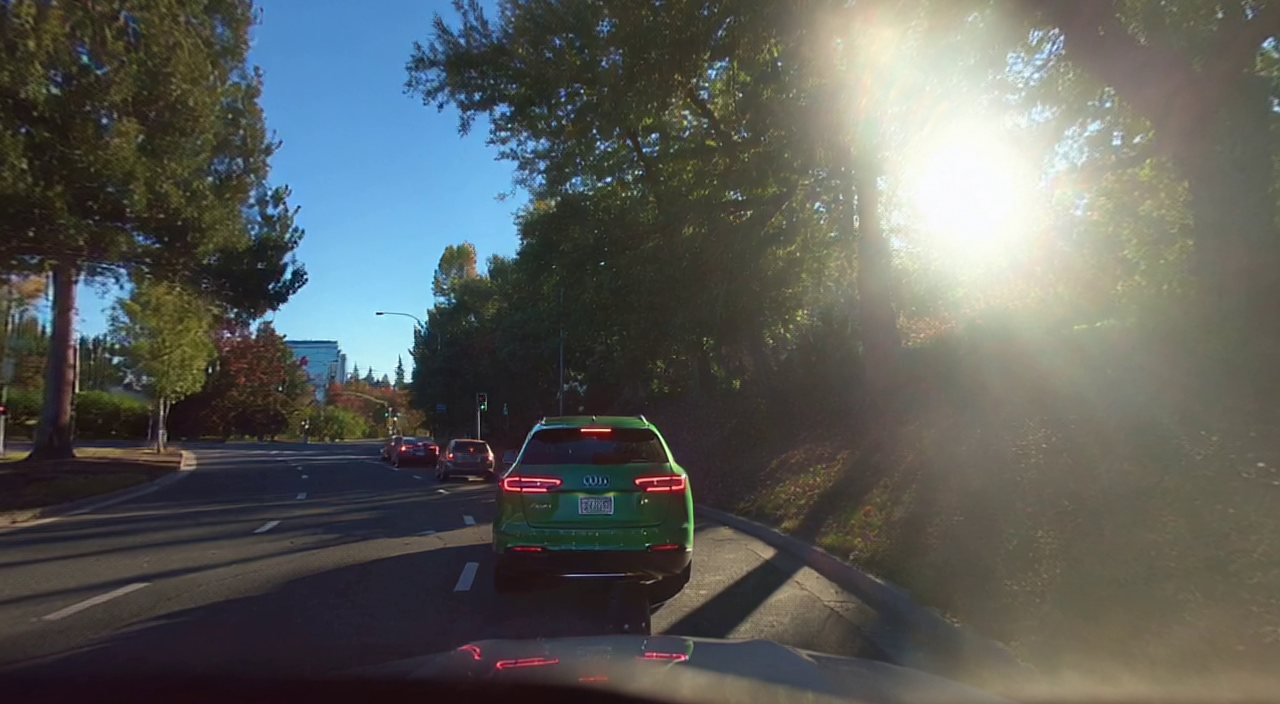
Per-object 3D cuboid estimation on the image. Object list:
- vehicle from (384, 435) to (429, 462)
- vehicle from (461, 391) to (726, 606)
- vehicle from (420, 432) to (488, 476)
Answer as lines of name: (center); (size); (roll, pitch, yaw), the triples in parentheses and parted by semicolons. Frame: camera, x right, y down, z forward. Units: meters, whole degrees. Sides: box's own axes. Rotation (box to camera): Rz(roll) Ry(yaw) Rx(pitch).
vehicle: (-13.764, 5.629, 36.894); (1.863, 1.488, 4.426); (4, -9, -27)
vehicle: (-0.682, 1.460, 7.197); (2.134, 1.671, 4.147); (1, -8, -9)
vehicle: (-7.301, 3.932, 24.480); (1.902, 1.536, 3.662); (4, -9, -25)
